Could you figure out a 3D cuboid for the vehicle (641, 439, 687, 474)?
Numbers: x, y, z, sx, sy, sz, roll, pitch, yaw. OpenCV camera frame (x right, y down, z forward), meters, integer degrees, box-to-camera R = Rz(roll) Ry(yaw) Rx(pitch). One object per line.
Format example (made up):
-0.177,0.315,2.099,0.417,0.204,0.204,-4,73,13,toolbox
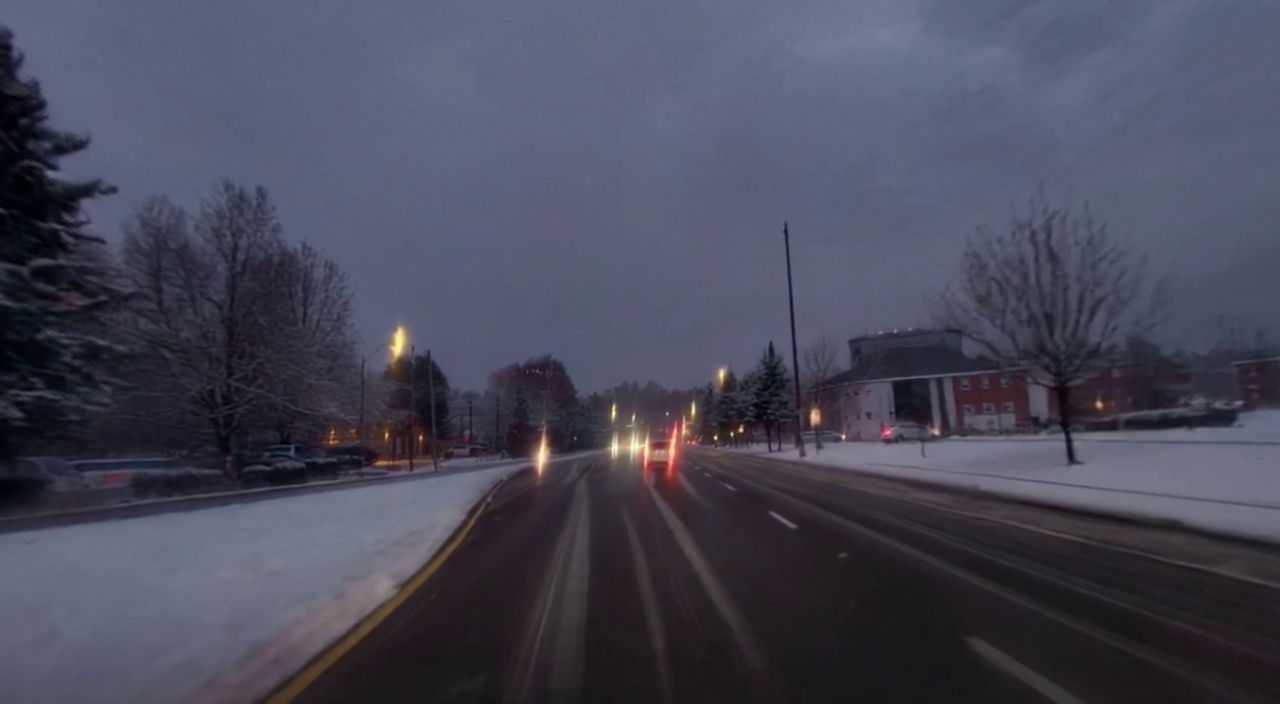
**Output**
1.211,5.249,31.875,2.181,1.639,4.127,0,-9,2,vehicle

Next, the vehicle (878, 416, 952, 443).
19.925,5.671,45.948,4.359,1.849,2.152,-1,-8,3,vehicle
